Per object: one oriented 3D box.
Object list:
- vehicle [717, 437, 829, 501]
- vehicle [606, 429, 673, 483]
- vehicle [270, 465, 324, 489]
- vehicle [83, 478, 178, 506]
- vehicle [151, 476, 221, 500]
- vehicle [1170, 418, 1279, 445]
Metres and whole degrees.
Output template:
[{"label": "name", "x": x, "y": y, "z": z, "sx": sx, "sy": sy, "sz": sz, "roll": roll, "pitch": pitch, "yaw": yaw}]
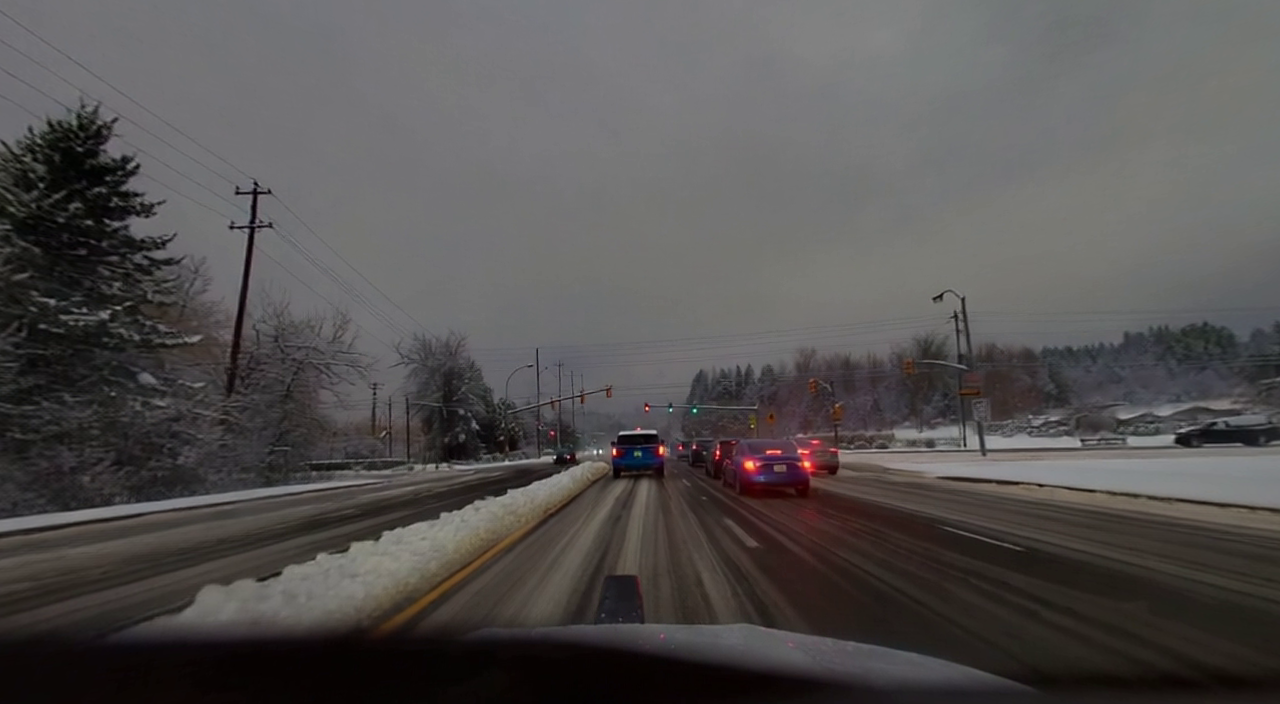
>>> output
[{"label": "vehicle", "x": 3.379, "y": 3.061, "z": 16.993, "sx": 1.984, "sy": 1.462, "sz": 4.513, "roll": 0, "pitch": -9, "yaw": -1}, {"label": "vehicle", "x": -0.029, "y": 3.914, "z": 23.904, "sx": 2.300, "sy": 1.821, "sz": 4.254, "roll": 0, "pitch": -9, "yaw": -1}, {"label": "vehicle", "x": -26.007, "y": 9.485, "z": 47.837, "sx": 3.826, "sy": 1.522, "sz": 1.741, "roll": -8, "pitch": -11, "yaw": 28}, {"label": "vehicle", "x": -32.643, "y": 8.962, "z": 40.564, "sx": 4.224, "sy": 1.614, "sz": 2.123, "roll": 0, "pitch": -9, "yaw": -2}, {"label": "vehicle", "x": -33.198, "y": 9.949, "z": 46.249, "sx": 3.637, "sy": 1.483, "sz": 2.007, "roll": -1, "pitch": -6, "yaw": 1}, {"label": "vehicle", "x": 44.583, "y": 6.017, "z": 47.334, "sx": 7.088, "sy": 1.918, "sz": 2.678, "roll": -6, "pitch": -10, "yaw": 36}]
